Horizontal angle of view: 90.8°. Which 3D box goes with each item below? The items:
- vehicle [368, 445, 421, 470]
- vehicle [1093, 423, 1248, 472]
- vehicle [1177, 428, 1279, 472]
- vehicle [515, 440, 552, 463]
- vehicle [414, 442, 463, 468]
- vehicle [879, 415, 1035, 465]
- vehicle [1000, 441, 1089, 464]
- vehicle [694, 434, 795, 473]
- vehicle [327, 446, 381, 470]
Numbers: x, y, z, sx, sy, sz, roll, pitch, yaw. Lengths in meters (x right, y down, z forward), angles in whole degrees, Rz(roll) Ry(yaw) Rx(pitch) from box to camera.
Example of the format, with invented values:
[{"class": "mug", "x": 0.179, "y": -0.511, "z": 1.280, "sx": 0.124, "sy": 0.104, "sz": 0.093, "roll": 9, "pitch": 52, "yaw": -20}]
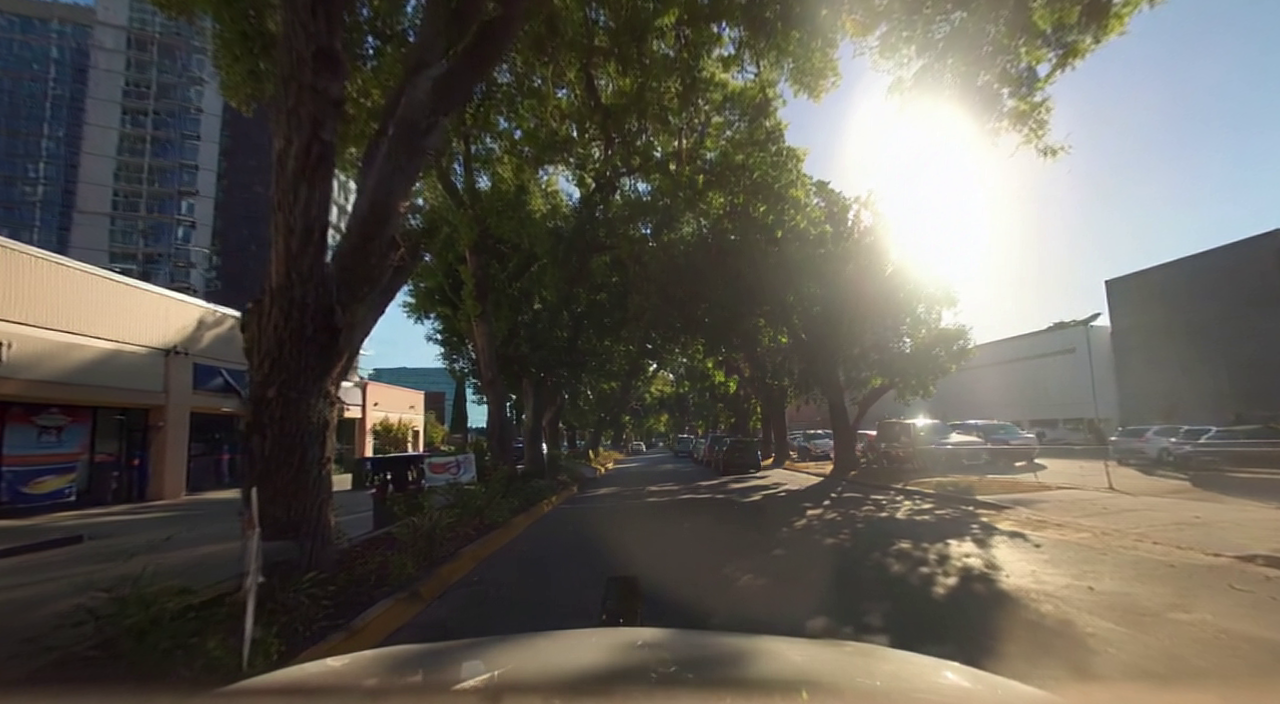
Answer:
[{"class": "vehicle", "x": -17.126, "y": 7.357, "z": 44.286, "sx": 1.850, "sy": 1.531, "sz": 4.256, "roll": 0, "pitch": -8, "yaw": 4}, {"class": "vehicle", "x": 25.657, "y": 4.610, "z": 30.708, "sx": 5.596, "sy": 2.168, "sz": 2.307, "roll": 2, "pitch": -8, "yaw": -4}, {"class": "vehicle", "x": 26.481, "y": 4.235, "z": 27.308, "sx": 4.591, "sy": 1.808, "sz": 2.016, "roll": 0, "pitch": -9, "yaw": 0}, {"class": "vehicle", "x": -7.784, "y": 7.325, "z": 46.641, "sx": 1.993, "sy": 1.640, "sz": 4.457, "roll": 0, "pitch": -8, "yaw": -1}, {"class": "vehicle", "x": -14.268, "y": 7.293, "z": 44.983, "sx": 1.888, "sy": 1.657, "sz": 4.138, "roll": 0, "pitch": -8, "yaw": 4}, {"class": "vehicle", "x": 13.680, "y": 3.850, "z": 27.566, "sx": 5.540, "sy": 2.045, "sz": 2.259, "roll": 0, "pitch": -8, "yaw": -2}, {"class": "vehicle", "x": 26.395, "y": 6.565, "z": 41.268, "sx": 4.558, "sy": 1.452, "sz": 1.790, "roll": 0, "pitch": -8, "yaw": -1}, {"class": "vehicle", "x": 5.063, "y": 4.876, "z": 30.430, "sx": 4.626, "sy": 1.723, "sz": 1.939, "roll": 5, "pitch": -10, "yaw": -33}, {"class": "vehicle", "x": -20.139, "y": 7.466, "z": 44.653, "sx": 1.880, "sy": 1.617, "sz": 3.870, "roll": 0, "pitch": -8, "yaw": 1}]
